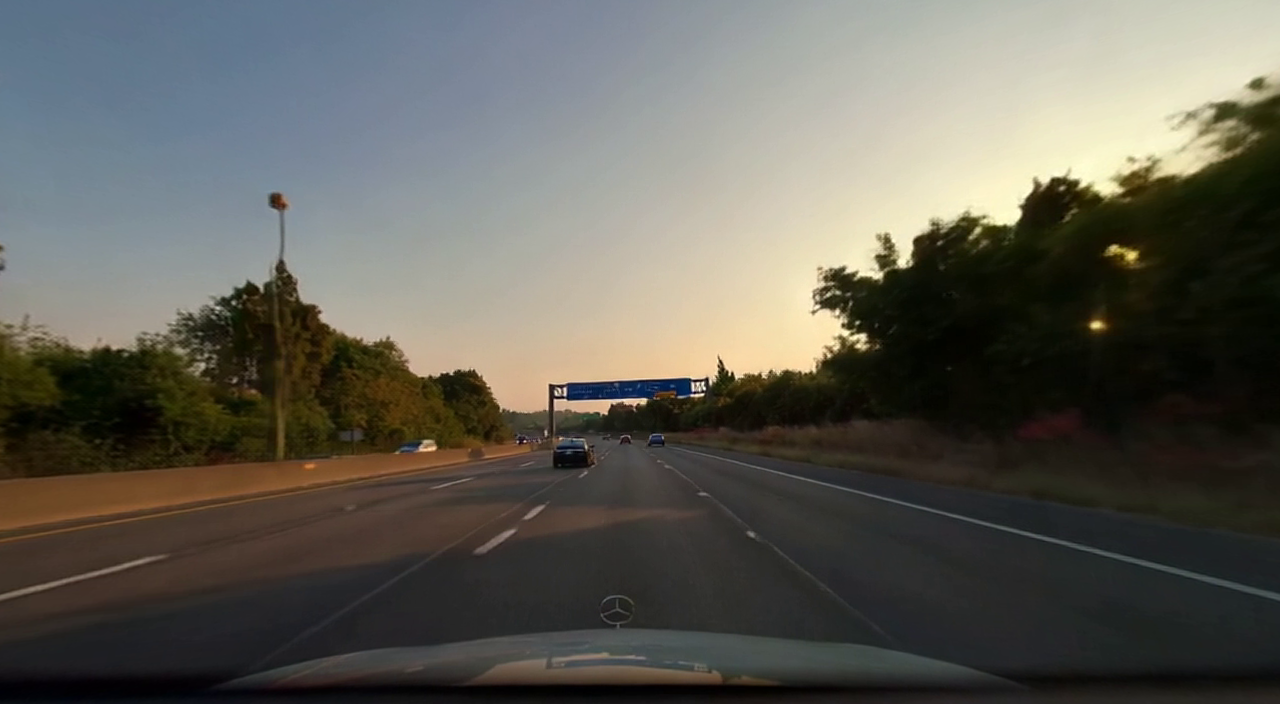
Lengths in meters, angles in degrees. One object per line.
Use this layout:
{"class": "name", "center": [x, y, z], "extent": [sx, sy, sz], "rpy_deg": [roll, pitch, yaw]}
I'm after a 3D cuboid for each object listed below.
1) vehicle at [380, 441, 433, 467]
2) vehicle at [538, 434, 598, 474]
{"class": "vehicle", "center": [-16.923, 7.384, 45.868], "extent": [2.028, 1.708, 4.792], "rpy_deg": [0, -8, 0]}
{"class": "vehicle", "center": [-2.843, 4.111, 25.693], "extent": [2.000, 1.491, 3.913], "rpy_deg": [0, -8, 0]}
